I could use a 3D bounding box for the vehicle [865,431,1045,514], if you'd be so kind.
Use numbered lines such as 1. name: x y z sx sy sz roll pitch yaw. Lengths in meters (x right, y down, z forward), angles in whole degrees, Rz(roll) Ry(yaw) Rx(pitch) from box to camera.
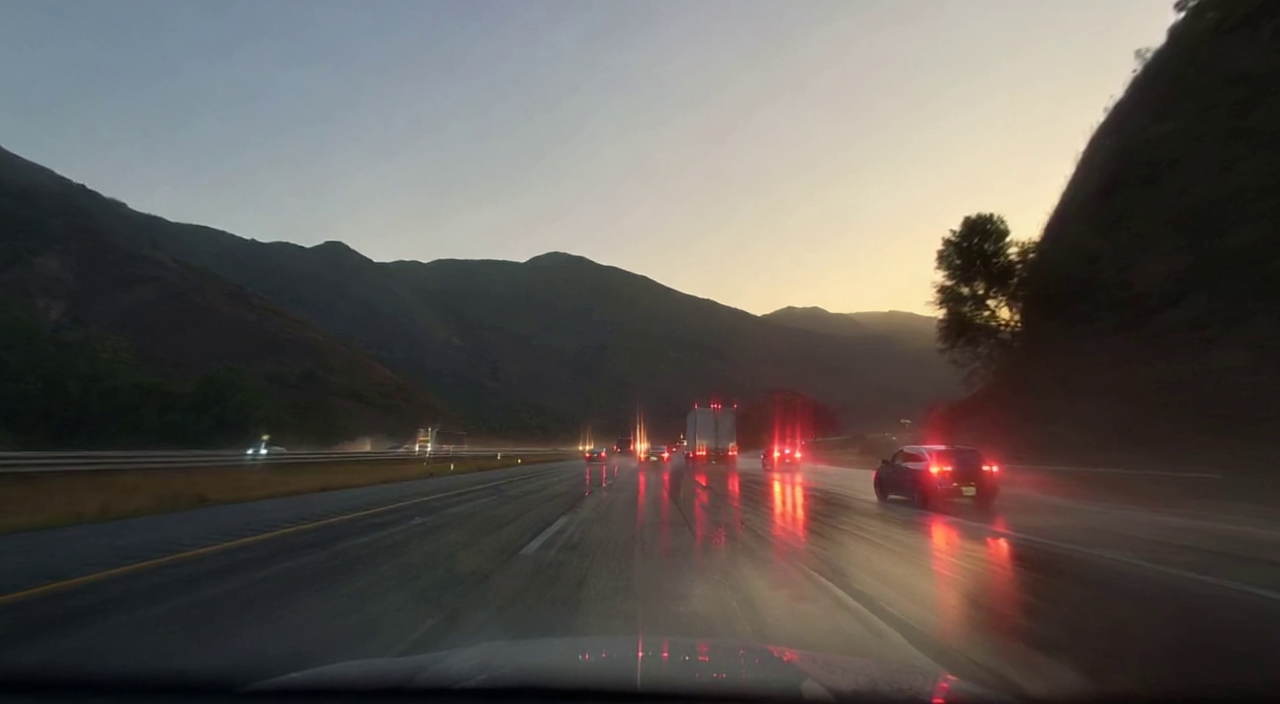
1. vehicle: 7.262 2.811 15.172 2.044 1.676 4.421 0 -9 0

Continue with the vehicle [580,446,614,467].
1. vehicle: -3.127 7.702 46.570 2.132 1.506 4.256 0 -9 0

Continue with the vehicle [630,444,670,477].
1. vehicle: 0.464 5.383 31.476 1.866 1.492 3.932 0 -9 0

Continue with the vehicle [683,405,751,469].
1. vehicle: 4.717 5.613 41.071 3.130 3.607 11.129 0 -9 0

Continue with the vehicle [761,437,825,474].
1. vehicle: 7.965 5.428 33.259 2.143 1.775 4.729 0 -9 0
